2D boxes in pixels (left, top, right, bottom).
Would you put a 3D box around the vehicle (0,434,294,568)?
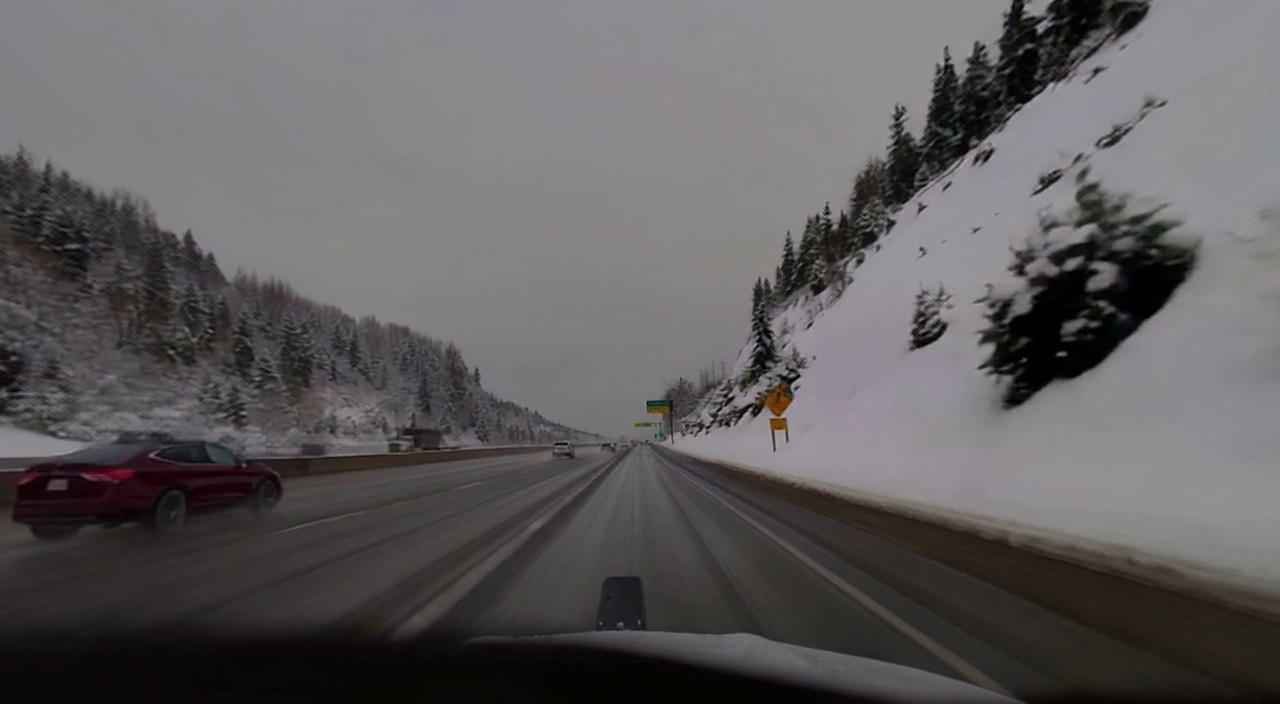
[{"bbox_3d":[-7.451,1.998,9.316,1.949,1.465,4.563,0,-8,1],"label":"vehicle"}]
